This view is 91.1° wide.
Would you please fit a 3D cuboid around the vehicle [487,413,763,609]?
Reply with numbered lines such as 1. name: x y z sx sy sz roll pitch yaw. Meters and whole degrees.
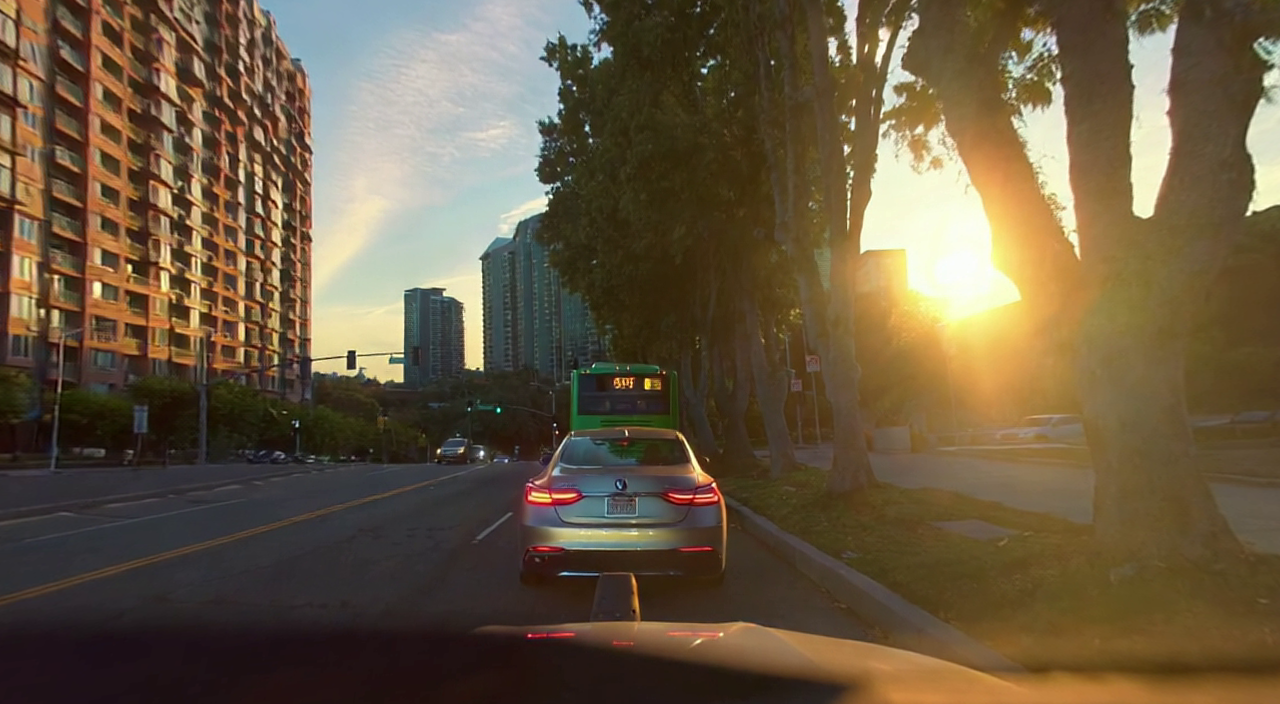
1. vehicle: -0.155 1.457 6.746 2.064 1.452 3.942 0 -8 -1
